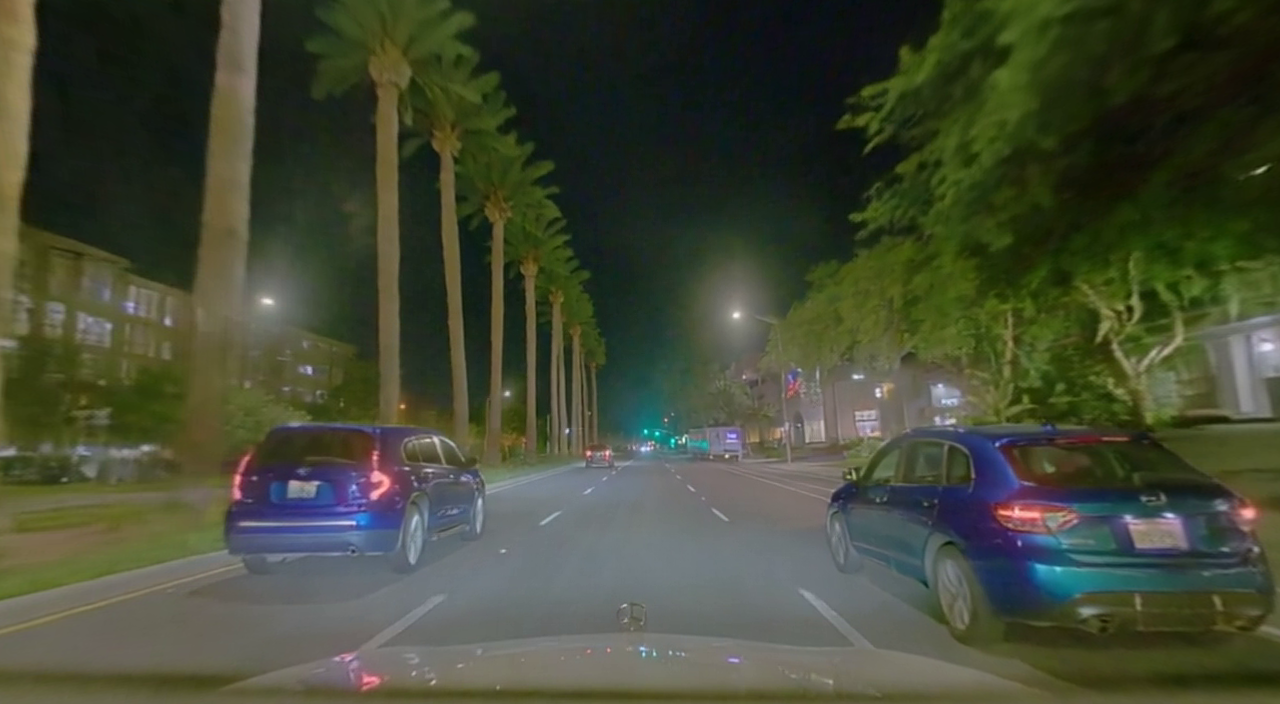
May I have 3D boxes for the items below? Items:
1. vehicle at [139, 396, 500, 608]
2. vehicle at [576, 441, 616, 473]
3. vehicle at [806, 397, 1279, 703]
[{"bbox_3d":[-3.256,1.618,7.701,2.058,1.804,4.391,0,-8,0],"label":"vehicle"},{"bbox_3d":[-2.535,6.188,37.504,1.998,1.743,4.402,-1,-8,1],"label":"vehicle"},{"bbox_3d":[2.885,1.277,5.055,1.946,1.513,4.133,0,-8,0],"label":"vehicle"}]
